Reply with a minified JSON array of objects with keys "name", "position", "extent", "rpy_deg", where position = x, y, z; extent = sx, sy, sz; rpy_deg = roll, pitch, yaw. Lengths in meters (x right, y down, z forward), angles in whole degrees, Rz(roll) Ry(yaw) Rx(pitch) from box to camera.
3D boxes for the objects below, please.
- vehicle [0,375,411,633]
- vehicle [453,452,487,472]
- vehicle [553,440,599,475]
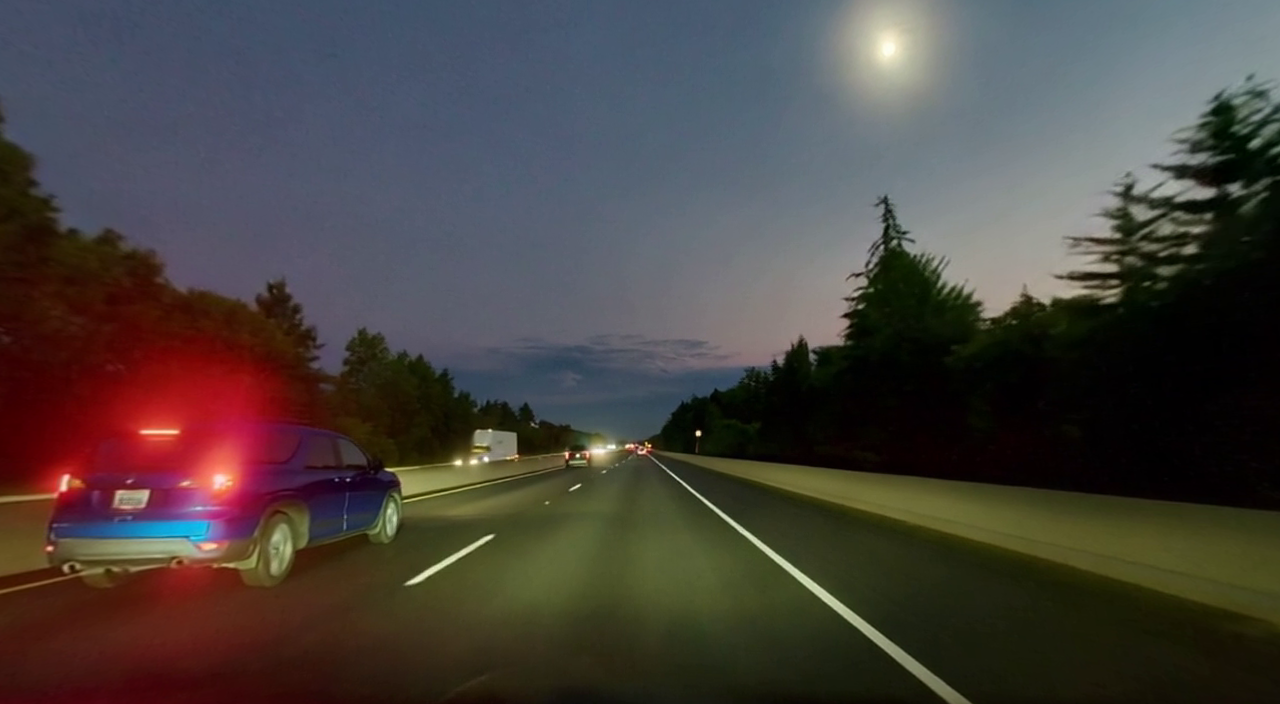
[{"name":"vehicle","position":[-4.582,1.504,7.187],"extent":[2.102,1.941,4.703],"rpy_deg":[0,-9,1]},{"name":"vehicle","position":[-12.809,8.301,47.640],"extent":[1.629,1.422,3.602],"rpy_deg":[0,-9,-1]},{"name":"vehicle","position":[-3.526,5.963,35.715],"extent":[2.056,1.811,4.202],"rpy_deg":[-1,-9,2]}]
